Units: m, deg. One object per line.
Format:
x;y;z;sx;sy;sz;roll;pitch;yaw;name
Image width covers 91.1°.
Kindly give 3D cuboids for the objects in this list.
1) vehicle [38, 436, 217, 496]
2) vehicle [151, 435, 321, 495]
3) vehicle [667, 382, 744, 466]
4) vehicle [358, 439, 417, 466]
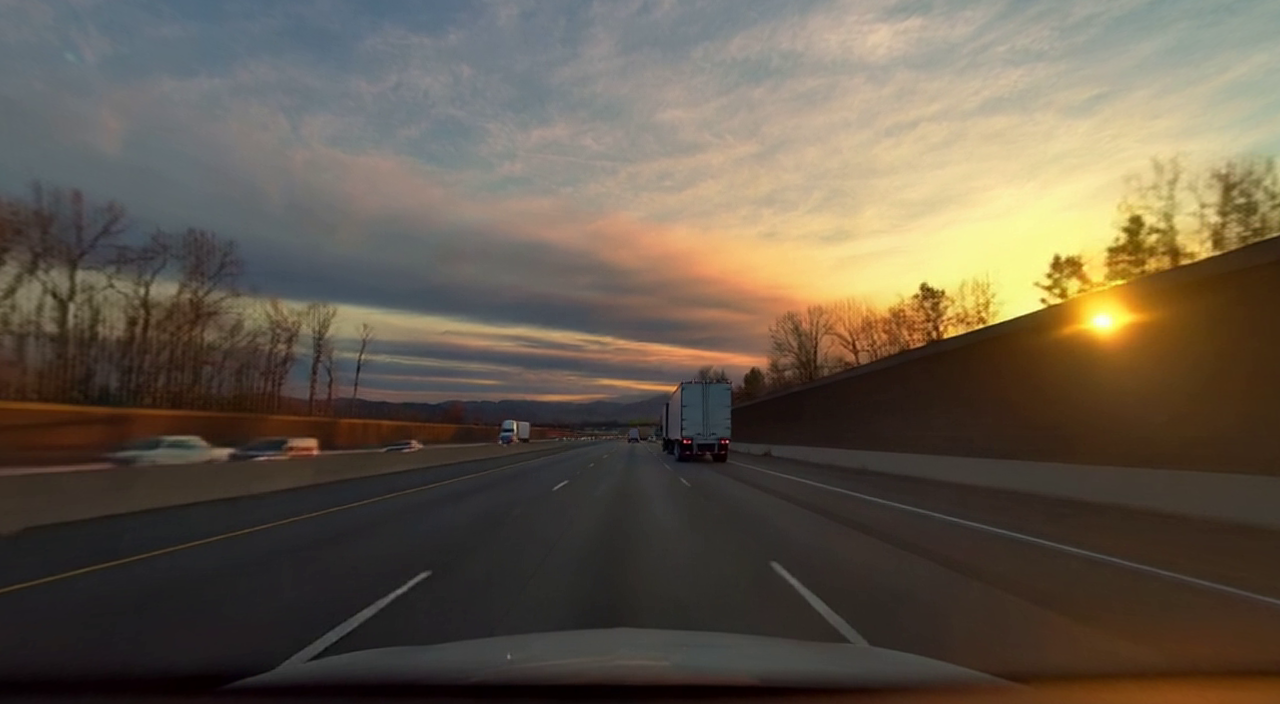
-15.676;3.454;19.637;1.905;1.641;4.417;0;-8;-1;vehicle
-11.971;3.315;19.143;1.993;1.570;4.855;0;-8;-1;vehicle
3.552;4.548;38.830;2.979;4.161;15.508;0;-7;-1;vehicle
-15.789;6.268;39.547;1.861;1.556;4.536;0;-8;0;vehicle
